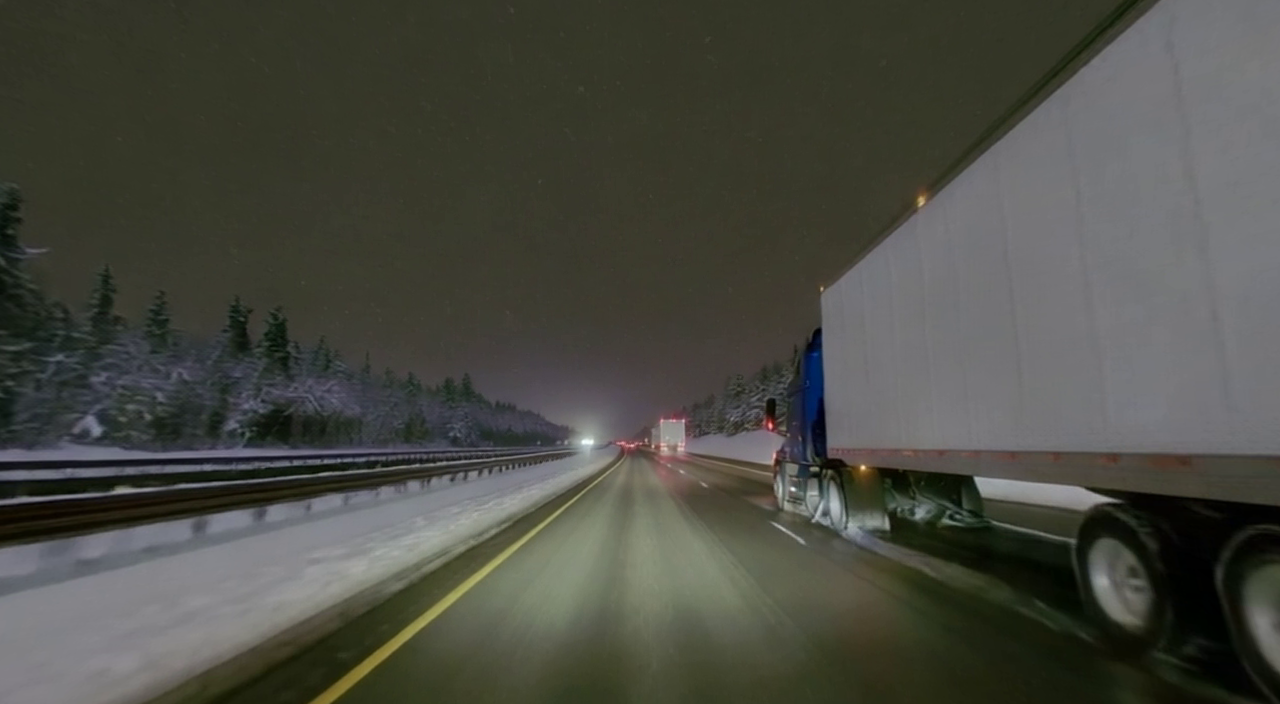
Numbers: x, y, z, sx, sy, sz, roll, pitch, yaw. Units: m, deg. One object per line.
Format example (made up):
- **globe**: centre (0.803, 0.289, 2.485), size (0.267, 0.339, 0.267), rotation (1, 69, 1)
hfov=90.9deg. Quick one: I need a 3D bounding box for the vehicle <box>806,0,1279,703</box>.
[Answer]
- **vehicle**: centre (4.487, 0.292, 5.762), size (3.107, 3.718, 10.231), rotation (0, -9, 0)
